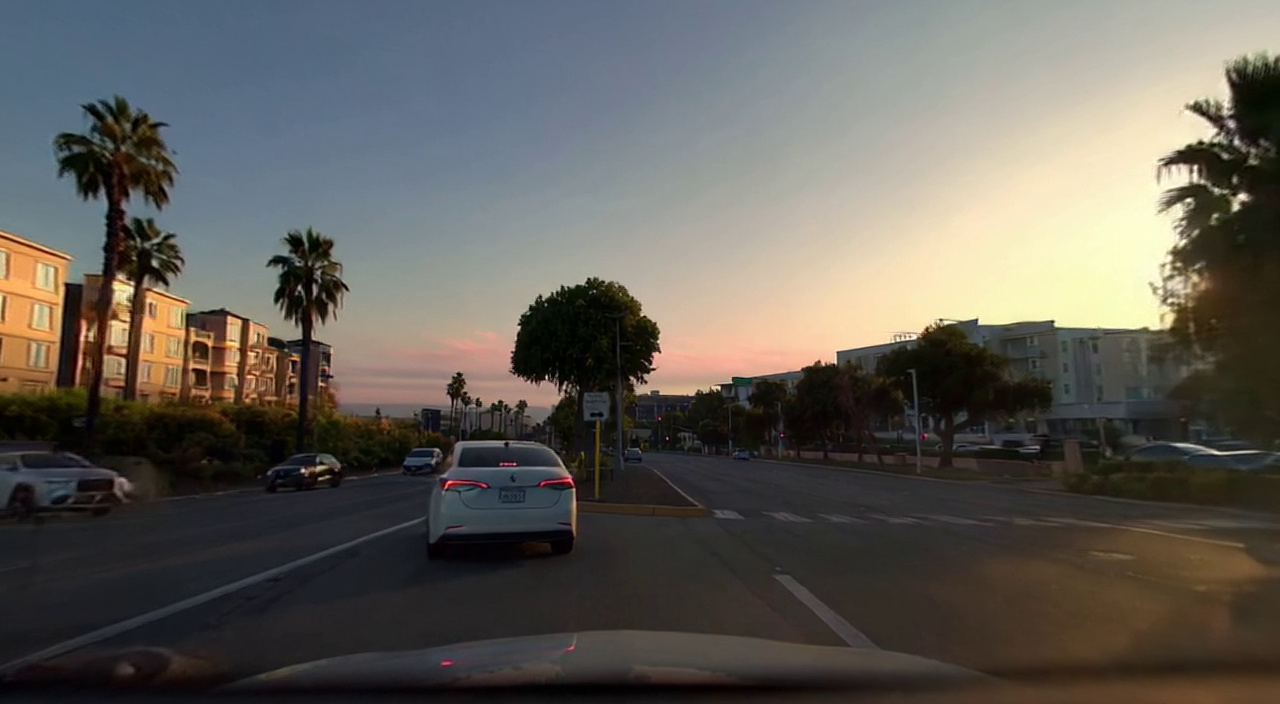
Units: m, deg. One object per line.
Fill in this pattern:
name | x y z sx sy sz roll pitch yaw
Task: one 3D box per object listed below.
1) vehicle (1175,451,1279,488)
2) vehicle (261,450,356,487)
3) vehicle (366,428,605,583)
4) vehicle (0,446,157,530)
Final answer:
vehicle | 25.855 4.939 26.725 4.446 1.464 1.954 -1 -9 4
vehicle | -14.638 5.139 28.244 2.099 1.464 4.615 1 -9 -5
vehicle | -2.333 1.845 8.536 1.986 1.473 4.382 5 -10 -29
vehicle | -13.113 2.774 13.299 4.457 1.552 2.095 -2 -9 11
